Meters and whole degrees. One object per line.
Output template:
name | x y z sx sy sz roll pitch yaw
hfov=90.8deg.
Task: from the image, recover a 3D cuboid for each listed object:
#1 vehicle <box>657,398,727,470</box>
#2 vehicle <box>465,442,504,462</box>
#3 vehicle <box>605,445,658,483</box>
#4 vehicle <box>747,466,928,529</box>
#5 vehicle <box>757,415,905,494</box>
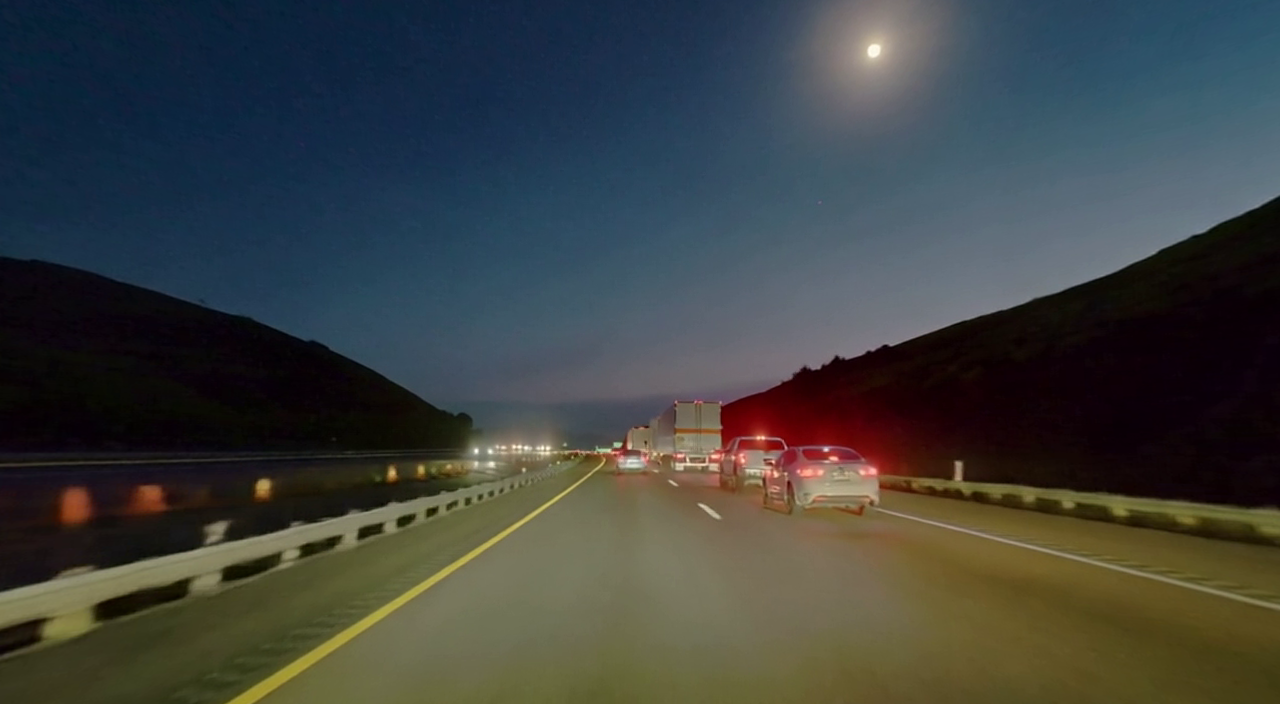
vehicle | 3.149 5.815 43.256 2.911 4.099 14.578 0 -9 -3
vehicle | -12.230 7.885 49.922 2.021 1.499 4.455 0 -9 -1
vehicle | -0.351 4.581 25.991 2.029 1.437 3.794 0 -9 -1
vehicle | 3.958 3.059 13.883 2.129 0.956 5.390 0 -9 -2
vehicle | 4.005 2.261 14.048 1.873 1.465 4.264 0 -9 -1
